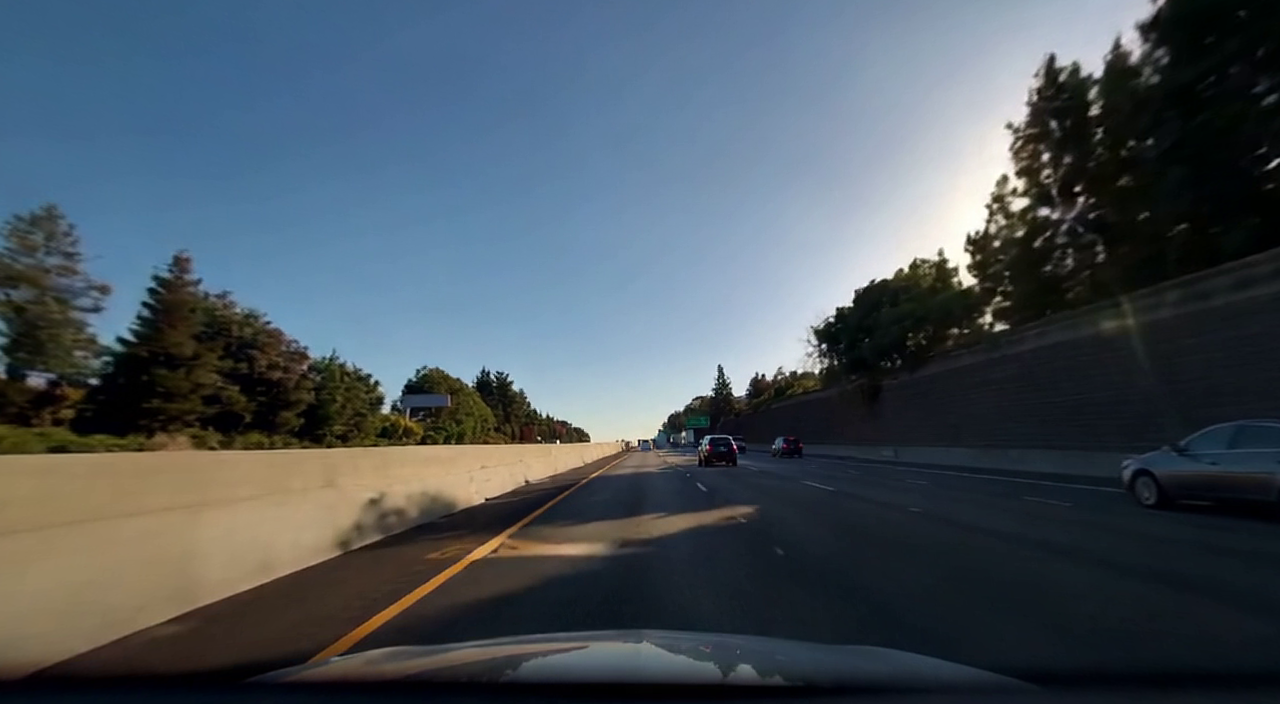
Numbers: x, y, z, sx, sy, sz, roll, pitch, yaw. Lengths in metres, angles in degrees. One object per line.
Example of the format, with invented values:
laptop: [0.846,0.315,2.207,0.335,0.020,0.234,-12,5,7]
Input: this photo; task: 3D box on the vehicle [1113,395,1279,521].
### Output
vehicle: [10.280,1.561,9.379,2.062,1.809,5.679,-1,-8,0]

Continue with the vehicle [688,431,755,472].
vehicle: [3.482,4.388,27.921,2.326,1.644,4.206,-1,-8,-1]

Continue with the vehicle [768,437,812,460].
vehicle: [10.441,6.729,44.221,1.970,1.479,4.480,-1,-8,-1]
